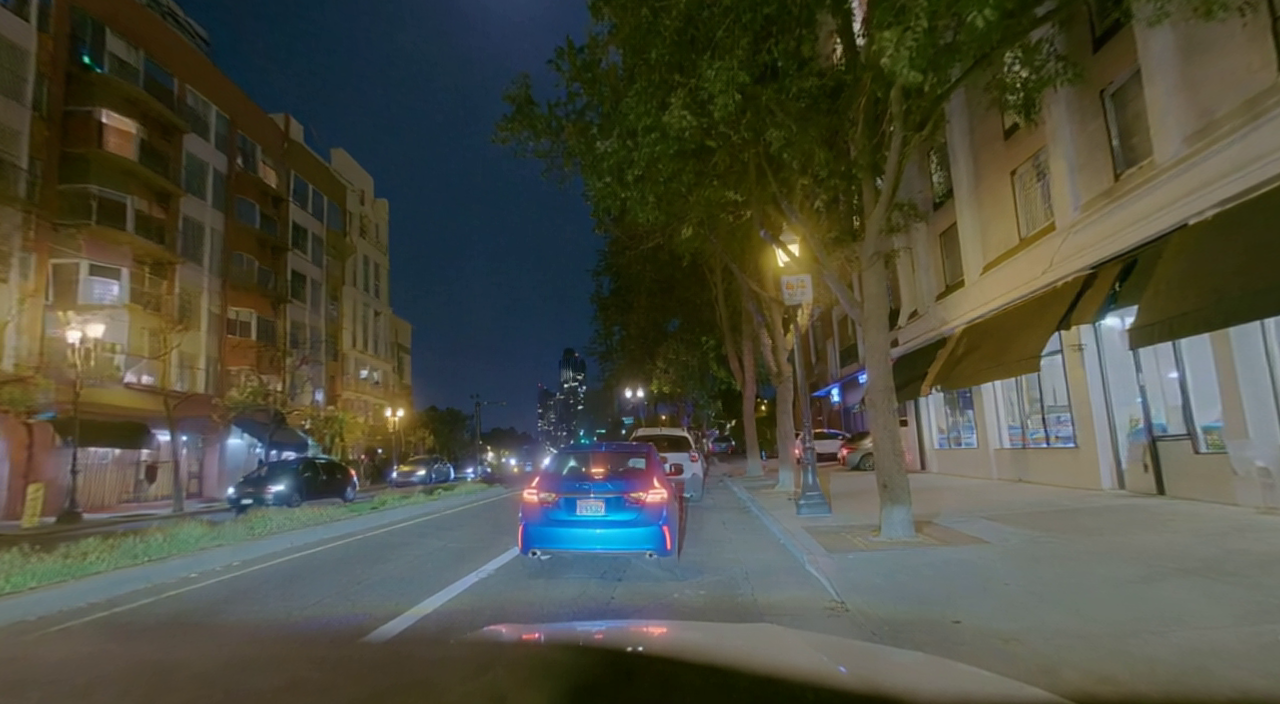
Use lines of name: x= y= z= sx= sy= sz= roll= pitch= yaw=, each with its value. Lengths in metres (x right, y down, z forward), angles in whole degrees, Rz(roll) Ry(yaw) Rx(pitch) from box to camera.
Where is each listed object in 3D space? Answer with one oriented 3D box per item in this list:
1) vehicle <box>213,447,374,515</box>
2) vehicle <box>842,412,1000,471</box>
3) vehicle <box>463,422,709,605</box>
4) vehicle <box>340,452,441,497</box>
vehicle: x=-11.007 y=4.068 z=20.593 sx=2.081 sy=1.718 sz=5.342 roll=-6 pitch=-9 yaw=3
vehicle: x=9.013 y=2.828 z=20.230 sx=4.558 sy=1.528 sz=1.915 roll=0 pitch=-8 yaw=-23
vehicle: x=-0.271 y=1.634 z=7.301 sx=1.939 sy=1.478 sz=3.922 roll=-1 pitch=-8 yaw=9
vehicle: x=-10.259 y=5.032 z=26.284 sx=1.826 sy=1.432 sz=4.556 roll=-7 pitch=-9 yaw=8
